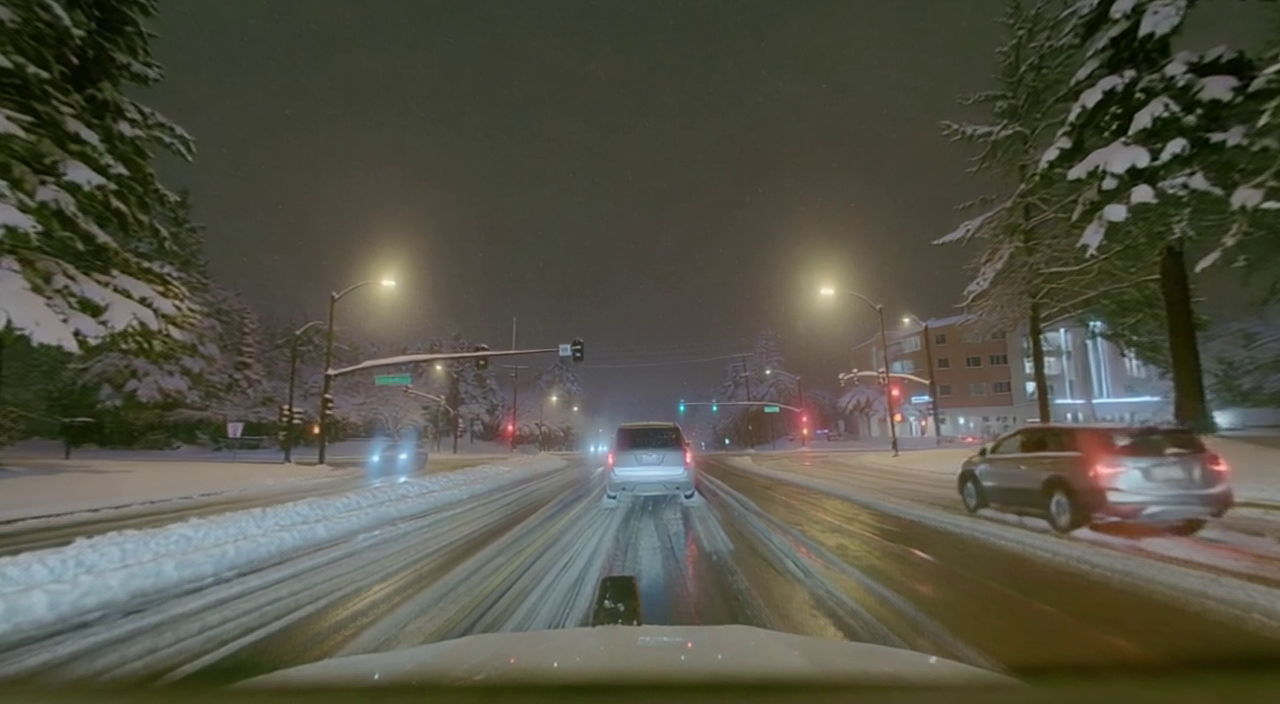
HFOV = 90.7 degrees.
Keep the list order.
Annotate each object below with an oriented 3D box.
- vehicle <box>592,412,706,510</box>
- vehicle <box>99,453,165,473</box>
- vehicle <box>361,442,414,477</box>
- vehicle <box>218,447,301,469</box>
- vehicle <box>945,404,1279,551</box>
[{"bbox_3d":[0.222,2.549,15.099,2.267,1.926,4.708,0,-9,1],"label":"vehicle"},{"bbox_3d":[-39.654,8.667,49.442,3.386,1.456,2.024,0,-9,-1],"label":"vehicle"},{"bbox_3d":[-13.038,5.562,32.964,2.209,1.627,4.582,3,-9,-18],"label":"vehicle"},{"bbox_3d":[-29.831,8.307,49.645,5.244,1.715,1.950,0,-9,1],"label":"vehicle"},{"bbox_3d":[6.983,1.799,9.640,2.447,1.707,4.396,0,-9,0],"label":"vehicle"}]
